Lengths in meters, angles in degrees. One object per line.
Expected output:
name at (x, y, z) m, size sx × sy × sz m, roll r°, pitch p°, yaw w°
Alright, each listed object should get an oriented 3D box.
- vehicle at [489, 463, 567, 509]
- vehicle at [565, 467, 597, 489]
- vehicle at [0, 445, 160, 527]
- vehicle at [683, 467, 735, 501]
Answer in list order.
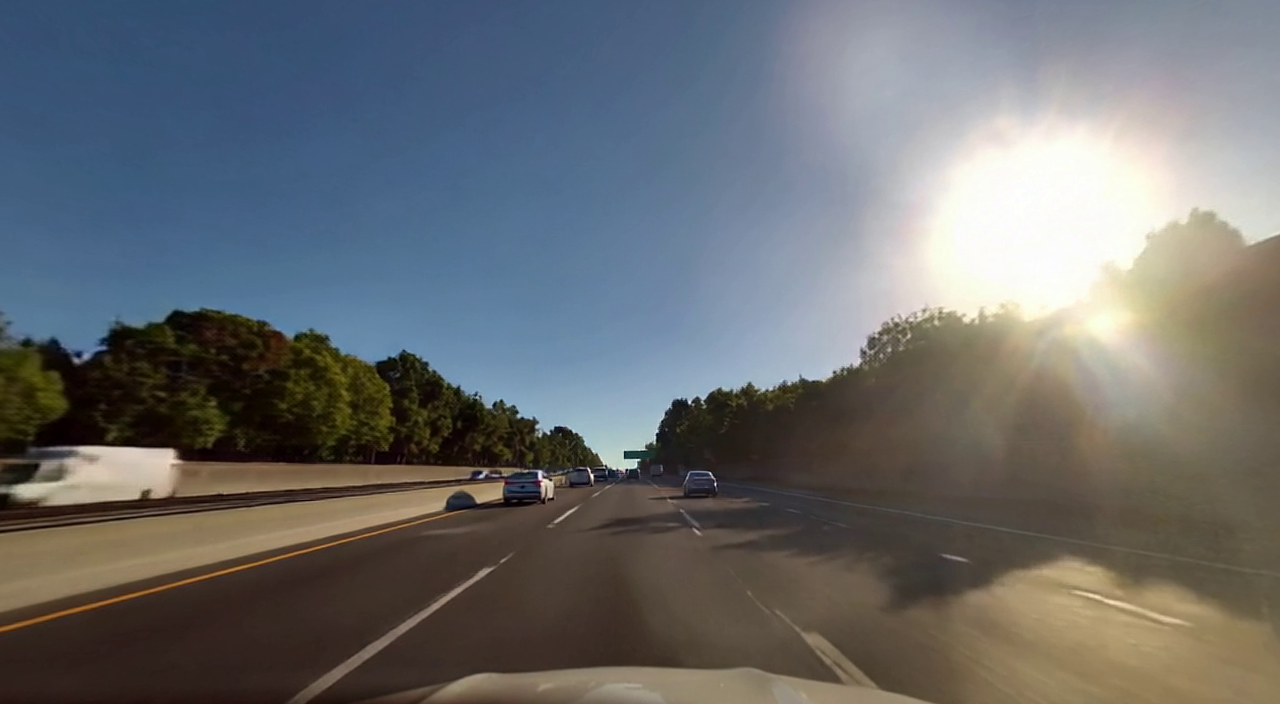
vehicle at (-4.012, 4.916, 23.458) m, size 2.004 × 1.468 × 4.812 m, roll 0°, pitch -11°, yaw 0°
vehicle at (-4.213, 9.057, 45.460) m, size 2.000 × 1.484 × 3.995 m, roll 1°, pitch -11°, yaw -1°
vehicle at (-16.660, 3.698, 17.739) m, size 2.179 × 1.970 × 5.152 m, roll 1°, pitch -11°, yaw 0°
vehicle at (3.294, 6.394, 30.712) m, size 1.981 × 1.516 × 4.109 m, roll 1°, pitch -11°, yaw -1°
